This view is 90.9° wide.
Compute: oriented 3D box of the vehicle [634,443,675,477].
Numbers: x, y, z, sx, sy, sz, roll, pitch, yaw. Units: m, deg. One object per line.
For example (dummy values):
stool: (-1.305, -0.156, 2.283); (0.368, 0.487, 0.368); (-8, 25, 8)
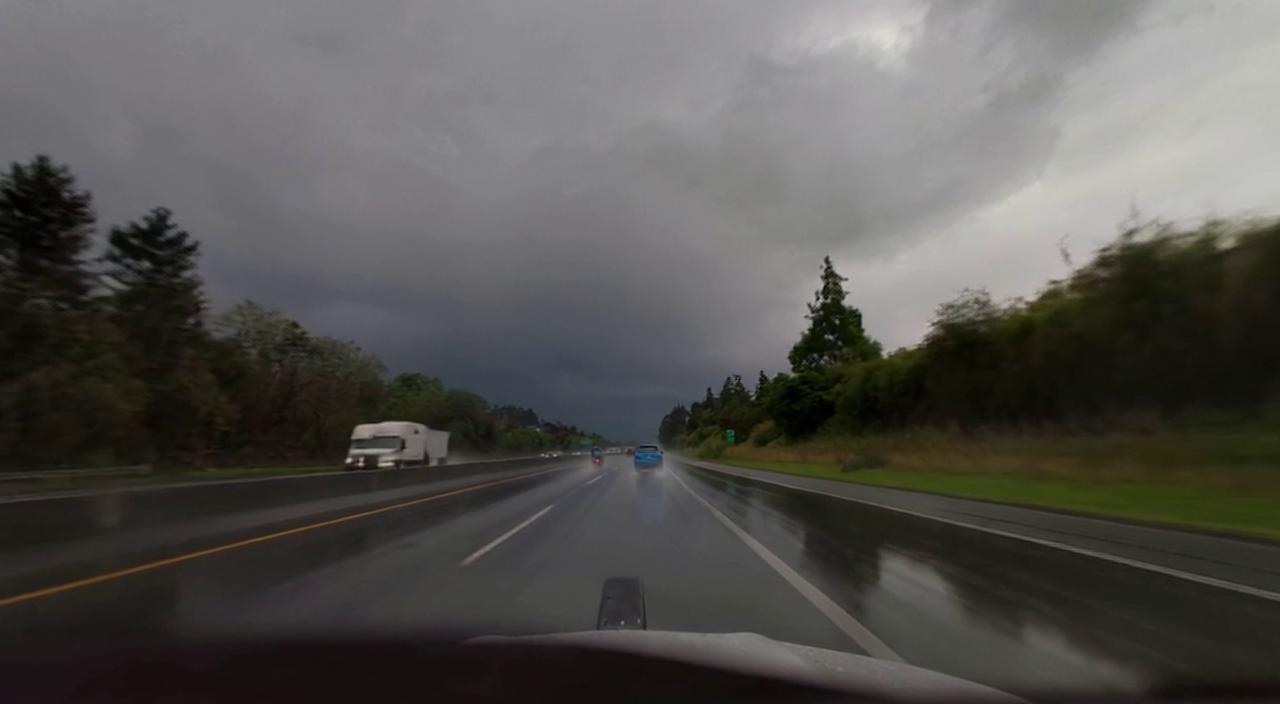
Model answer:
vehicle: (0.814, 6.228, 36.620); (2.247, 1.825, 4.036); (-1, -9, 0)

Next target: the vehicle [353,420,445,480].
vehicle: (-14.906, 6.166, 39.732); (2.625, 3.374, 7.572); (-1, -9, 1)
